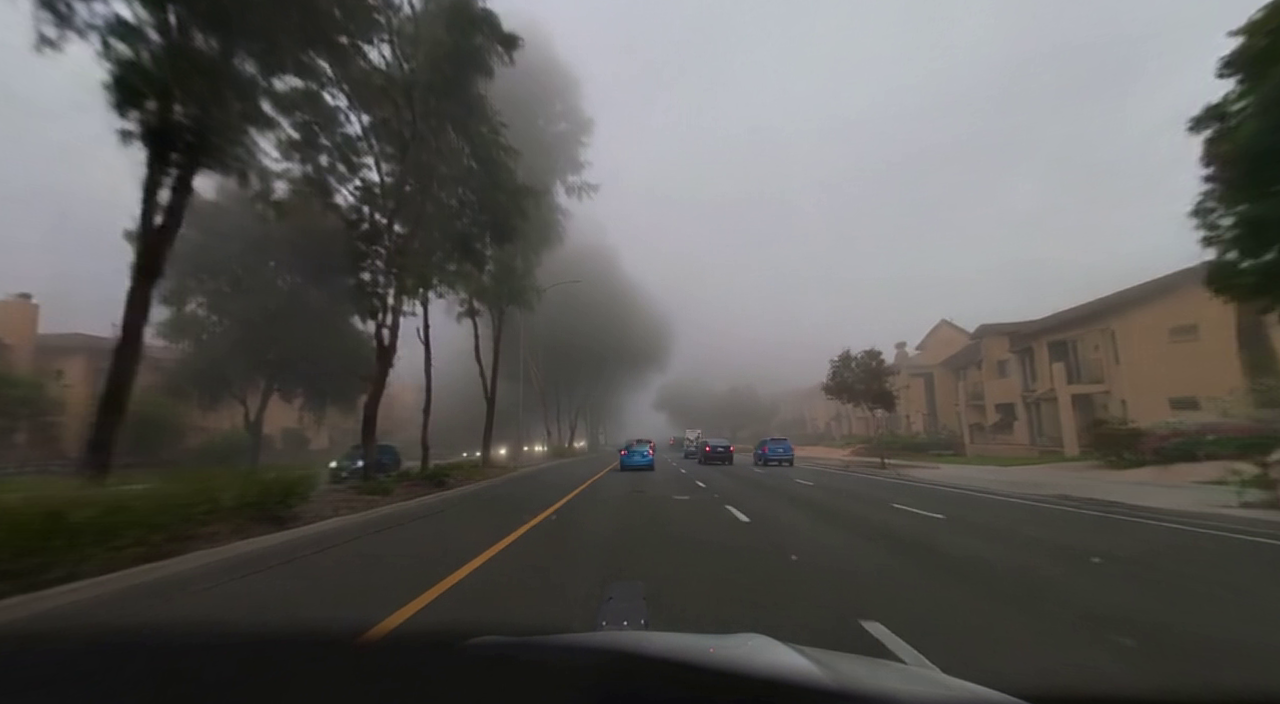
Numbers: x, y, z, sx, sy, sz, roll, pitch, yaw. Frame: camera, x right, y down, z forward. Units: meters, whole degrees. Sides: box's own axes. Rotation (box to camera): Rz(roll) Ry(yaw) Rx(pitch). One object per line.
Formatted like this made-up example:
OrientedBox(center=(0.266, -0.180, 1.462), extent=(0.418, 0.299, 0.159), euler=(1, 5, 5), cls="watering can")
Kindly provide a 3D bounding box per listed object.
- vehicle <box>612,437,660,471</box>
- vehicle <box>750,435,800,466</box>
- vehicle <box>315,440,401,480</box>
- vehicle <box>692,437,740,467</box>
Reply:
OrientedBox(center=(-0.145, 4.738, 29.491), extent=(2.102, 1.481, 3.907), euler=(0, -8, 1), cls="vehicle")
OrientedBox(center=(7.796, 5.710, 36.811), extent=(1.972, 1.700, 4.269), euler=(0, -8, 0), cls="vehicle")
OrientedBox(center=(-13.744, 5.260, 31.088), extent=(2.019, 1.778, 4.593), euler=(0, -8, 1), cls="vehicle")
OrientedBox(center=(4.036, 5.384, 34.143), extent=(2.067, 1.514, 4.188), euler=(0, -8, 0), cls="vehicle")
